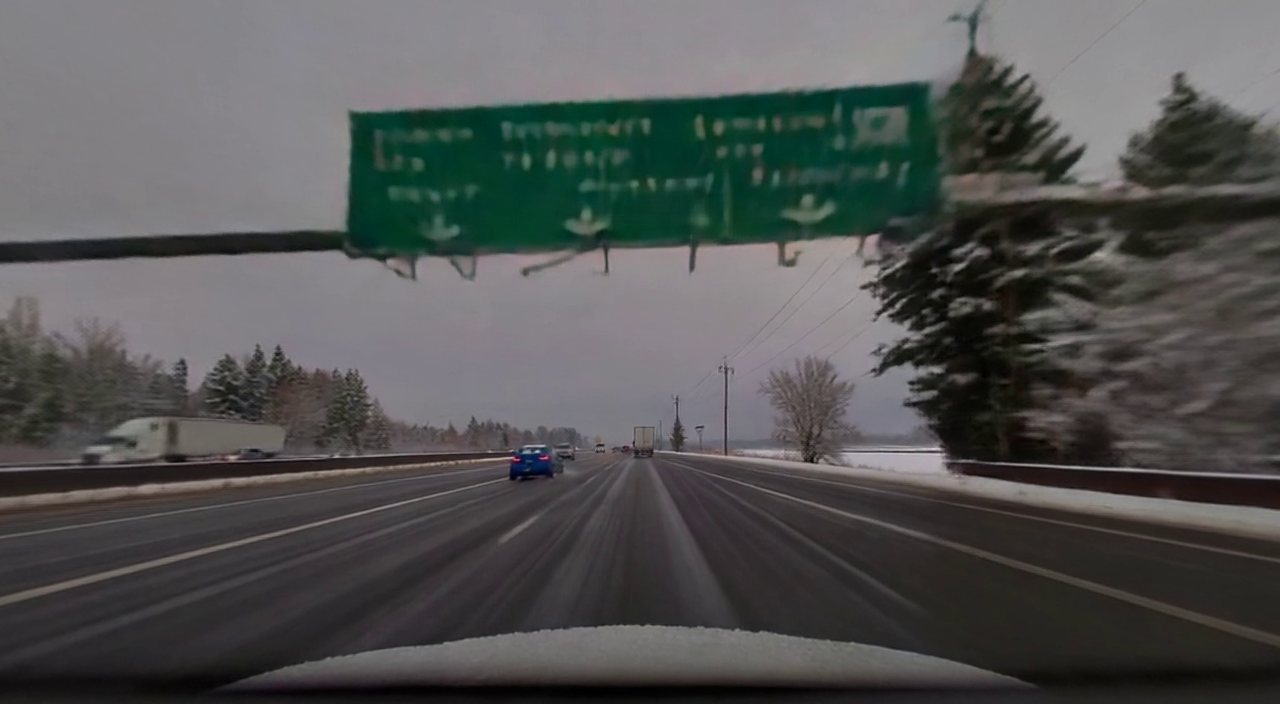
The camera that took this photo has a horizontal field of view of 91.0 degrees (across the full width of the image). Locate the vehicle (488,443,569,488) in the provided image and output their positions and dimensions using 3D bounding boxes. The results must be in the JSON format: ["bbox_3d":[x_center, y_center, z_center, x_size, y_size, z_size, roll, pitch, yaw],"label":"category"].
[{"bbox_3d":[-4.026,4.168,23.543,2.104,1.501,4.459,0,-9,1],"label":"vehicle"}]

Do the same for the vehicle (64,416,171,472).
[{"bbox_3d":[-39.769,7.078,48.263,2.850,3.973,5.923,0,-9,0],"label":"vehicle"}]
